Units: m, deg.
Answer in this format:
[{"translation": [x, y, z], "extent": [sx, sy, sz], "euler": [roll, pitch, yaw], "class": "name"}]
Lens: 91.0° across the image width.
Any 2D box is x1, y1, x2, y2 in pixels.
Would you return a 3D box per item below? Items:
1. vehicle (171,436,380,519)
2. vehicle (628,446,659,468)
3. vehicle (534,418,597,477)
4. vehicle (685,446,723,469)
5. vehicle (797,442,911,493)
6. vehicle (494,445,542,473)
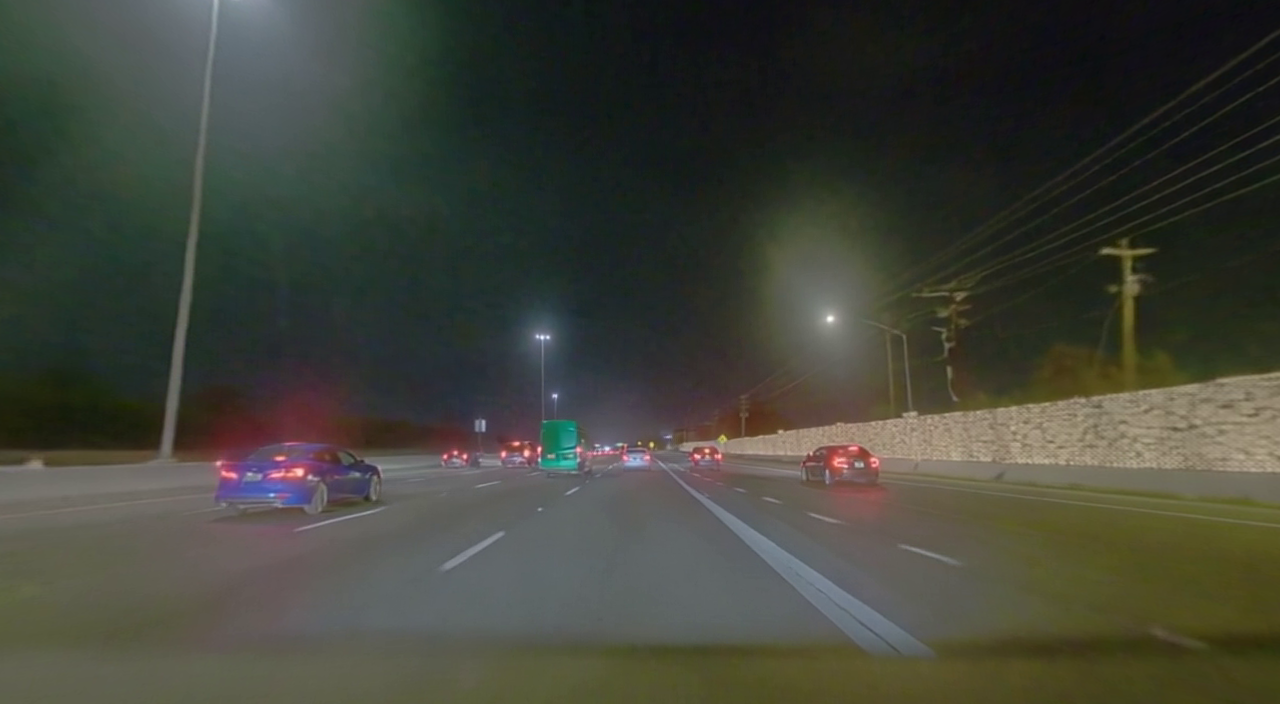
[{"translation": [-7.694, 2.672, 13.953], "extent": [1.967, 1.525, 4.458], "euler": [0, -9, 0], "class": "vehicle"}, {"translation": [0.191, 7.556, 45.422], "extent": [2.084, 1.492, 4.137], "euler": [0, -9, -2], "class": "vehicle"}, {"translation": [-3.603, 4.837, 31.851], "extent": [2.395, 2.660, 5.827], "euler": [0, -9, 1], "class": "vehicle"}, {"translation": [4.554, 7.609, 45.614], "extent": [2.095, 1.504, 4.536], "euler": [0, -9, -2], "class": "vehicle"}, {"translation": [6.891, 3.740, 20.827], "extent": [2.052, 1.470, 4.364], "euler": [0, -9, -3], "class": "vehicle"}, {"translation": [-7.141, 6.290, 37.271], "extent": [1.944, 1.490, 4.442], "euler": [0, -9, 1], "class": "vehicle"}]
